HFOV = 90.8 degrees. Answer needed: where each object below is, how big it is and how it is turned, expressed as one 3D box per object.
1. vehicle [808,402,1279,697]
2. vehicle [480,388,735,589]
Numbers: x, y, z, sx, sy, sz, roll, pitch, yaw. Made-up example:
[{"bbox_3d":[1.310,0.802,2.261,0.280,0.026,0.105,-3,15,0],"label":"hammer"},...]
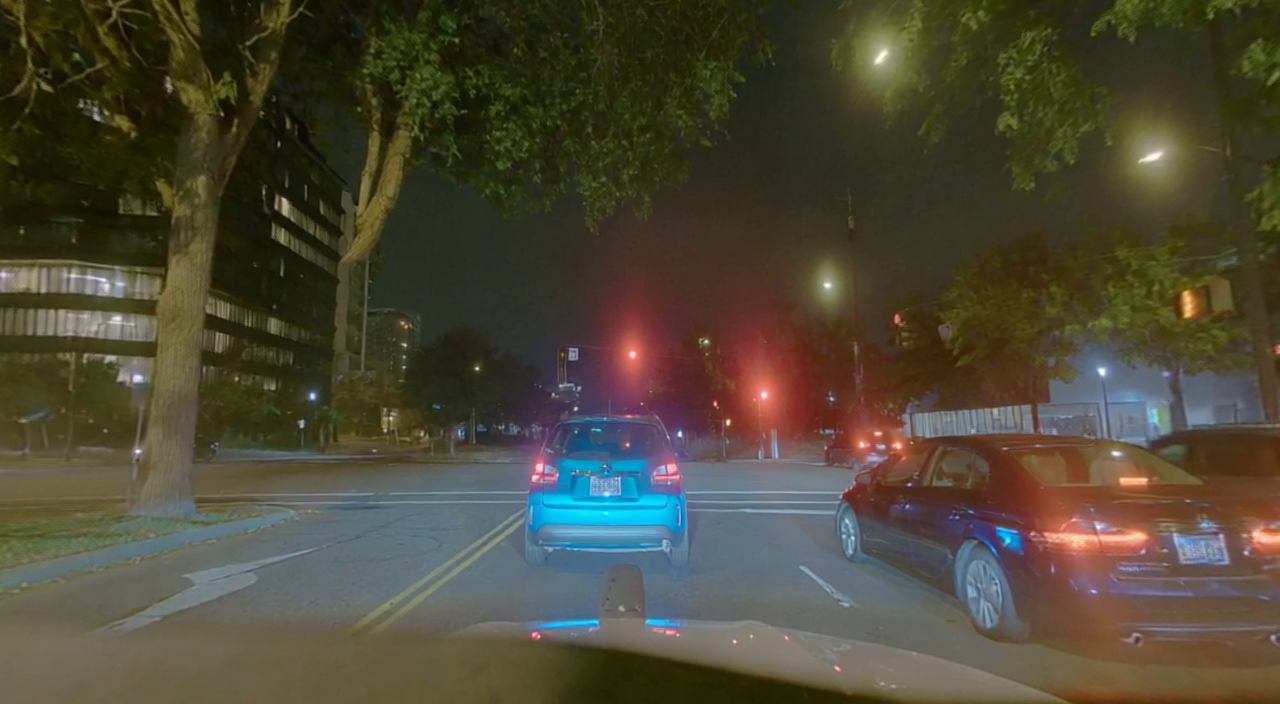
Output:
[{"bbox_3d":[3.164,1.399,5.760,1.932,1.562,4.629,0,-9,-1],"label":"vehicle"},{"bbox_3d":[-0.345,1.524,7.784,2.247,1.760,4.231,0,-9,-2],"label":"vehicle"}]
